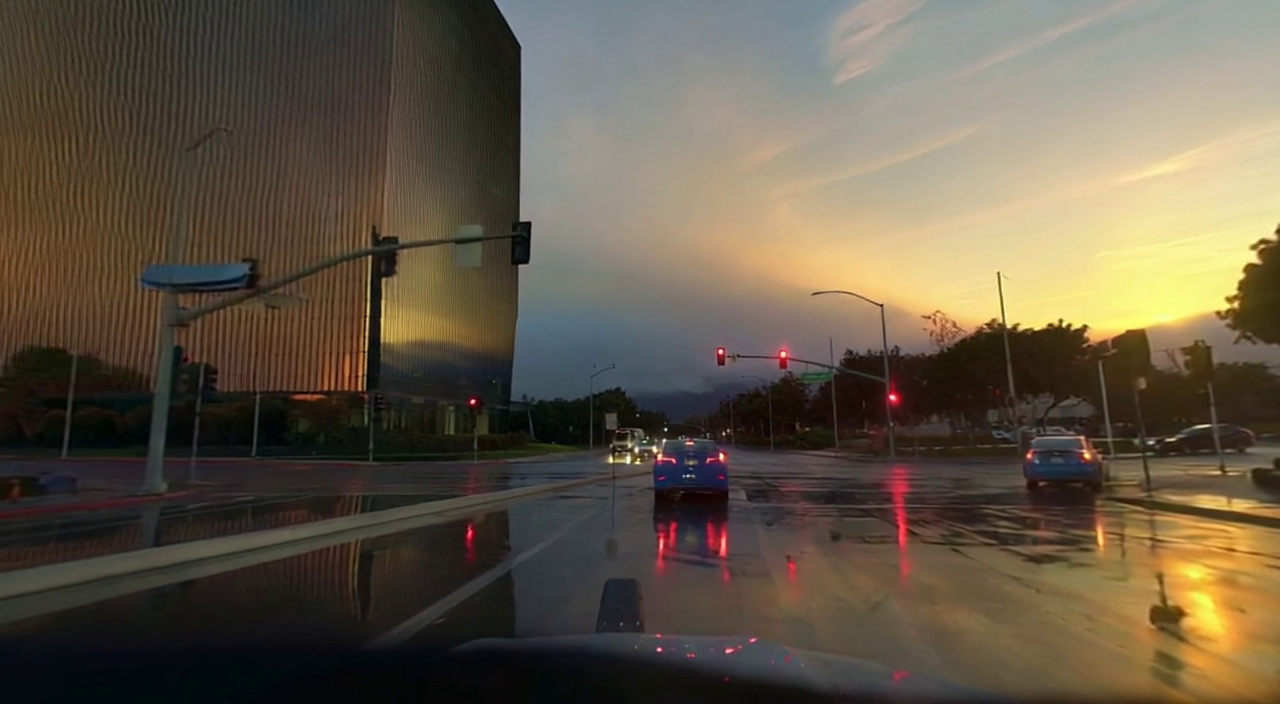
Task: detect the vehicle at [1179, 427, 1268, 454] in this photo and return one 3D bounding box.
[{"bbox_3d":[33.337,5.100,36.125,1.743,1.472,3.772,-1,-9,6],"label":"vehicle"}]

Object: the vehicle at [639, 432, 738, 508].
[{"bbox_3d":[1.272,2.734,15.072,2.014,1.525,4.197,-1,-9,8],"label":"vehicle"}]

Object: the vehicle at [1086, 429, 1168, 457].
[{"bbox_3d":[28.583,5.399,37.144,1.864,1.519,4.317,-1,-9,8],"label":"vehicle"}]

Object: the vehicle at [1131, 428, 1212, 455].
[{"bbox_3d":[30.853,5.240,36.669,1.816,1.476,3.652,-1,-9,8],"label":"vehicle"}]

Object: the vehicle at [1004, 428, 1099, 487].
[{"bbox_3d":[13.974,3.518,21.249,2.174,1.749,4.739,-6,-11,37],"label":"vehicle"}]
